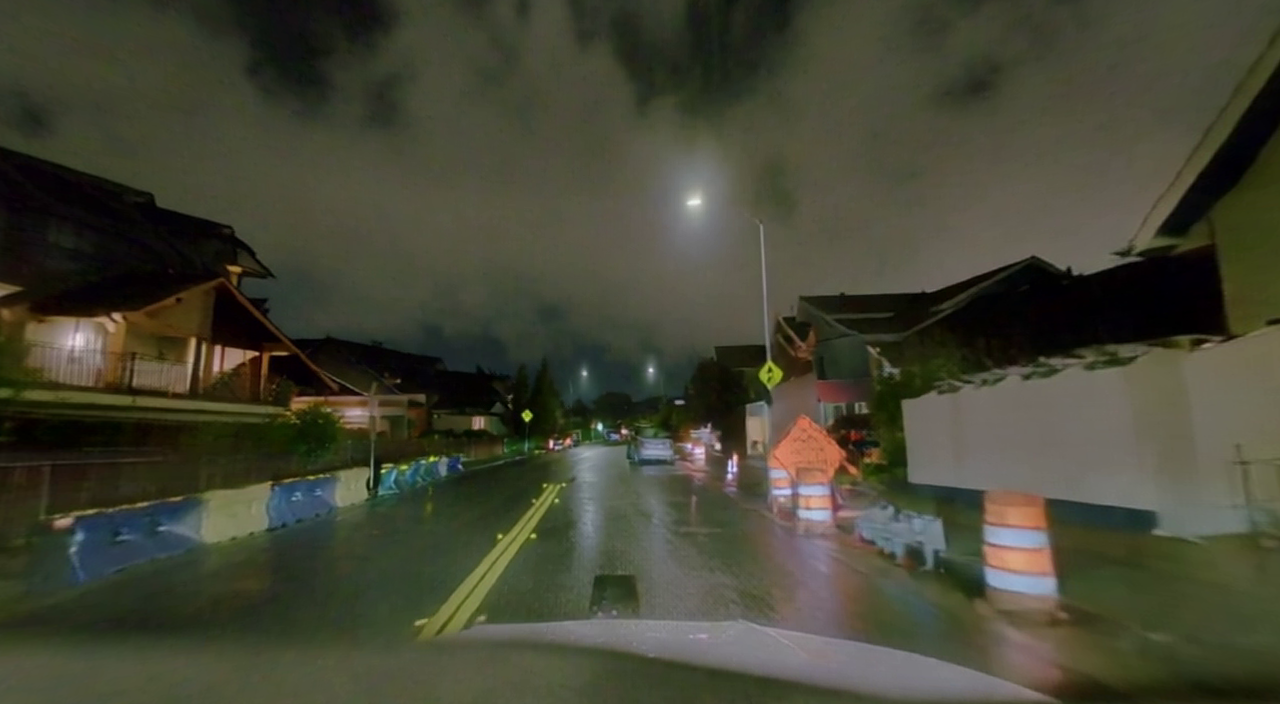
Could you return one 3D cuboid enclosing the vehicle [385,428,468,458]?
[{"bbox_3d":[-12.851,5.518,38.171,4.205,1.745,2.121,0,-8,1],"label":"vehicle"}]

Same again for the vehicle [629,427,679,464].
[{"bbox_3d":[0.530,4.006,27.138,1.998,1.494,3.927,0,-8,0],"label":"vehicle"}]
